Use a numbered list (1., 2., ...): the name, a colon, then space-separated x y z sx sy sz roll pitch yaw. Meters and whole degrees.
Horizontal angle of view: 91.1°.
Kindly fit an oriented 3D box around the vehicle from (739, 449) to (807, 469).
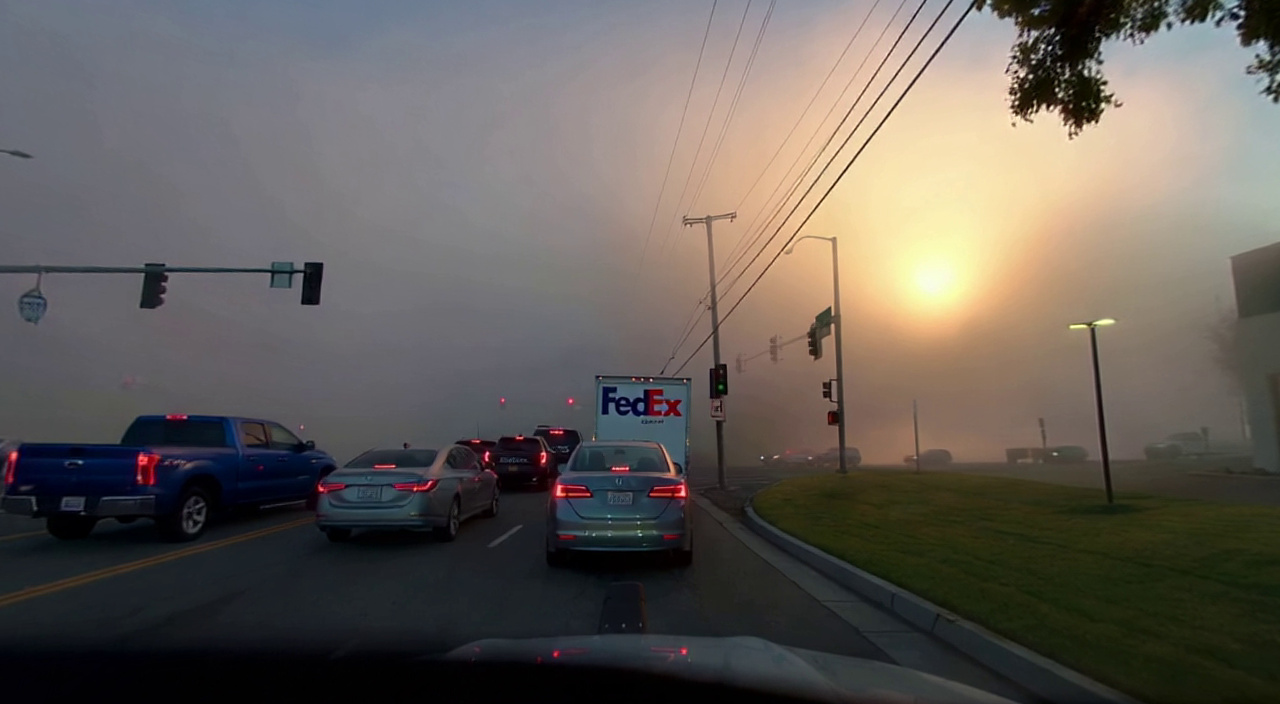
1. vehicle: 10.274 8.284 48.669 4.841 1.494 1.829 1 -9 -5

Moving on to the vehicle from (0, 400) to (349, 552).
1. vehicle: -7.291 1.977 10.736 2.125 1.893 5.498 0 -9 -2

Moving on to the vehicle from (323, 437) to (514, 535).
1. vehicle: -3.874 2.398 11.941 1.949 1.487 4.390 0 -9 1

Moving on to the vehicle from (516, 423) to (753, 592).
1. vehicle: -0.047 1.738 7.909 2.145 1.513 4.269 0 -9 0
